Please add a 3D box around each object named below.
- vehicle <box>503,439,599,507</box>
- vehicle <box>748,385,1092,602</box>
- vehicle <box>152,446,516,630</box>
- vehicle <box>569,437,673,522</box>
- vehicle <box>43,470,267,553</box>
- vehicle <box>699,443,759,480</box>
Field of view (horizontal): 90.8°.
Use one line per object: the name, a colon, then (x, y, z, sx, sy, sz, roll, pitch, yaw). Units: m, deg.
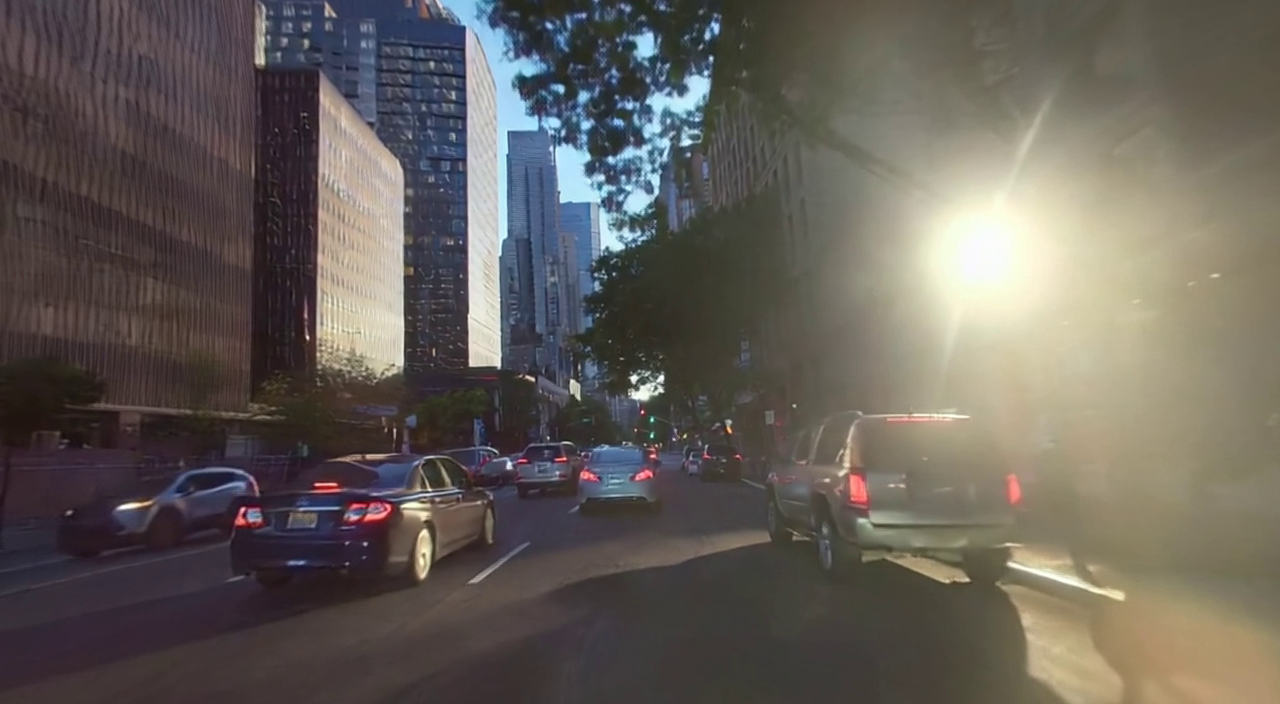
vehicle: (-2.565, 3.632, 19.533, 2.000, 1.818, 4.668, -1, -9, 4)
vehicle: (2.951, 1.645, 8.213, 2.352, 1.953, 4.798, -1, -9, 2)
vehicle: (-2.964, 1.858, 7.439, 1.940, 1.481, 4.376, -1, -9, 2)
vehicle: (-0.310, 2.855, 14.658, 2.076, 1.667, 3.948, -1, -9, 2)
vehicle: (-11.676, 3.816, 15.720, 2.122, 1.606, 4.221, 1, -9, 1)
vehicle: (3.780, 4.703, 27.528, 2.065, 1.461, 4.181, 0, -8, 1)
